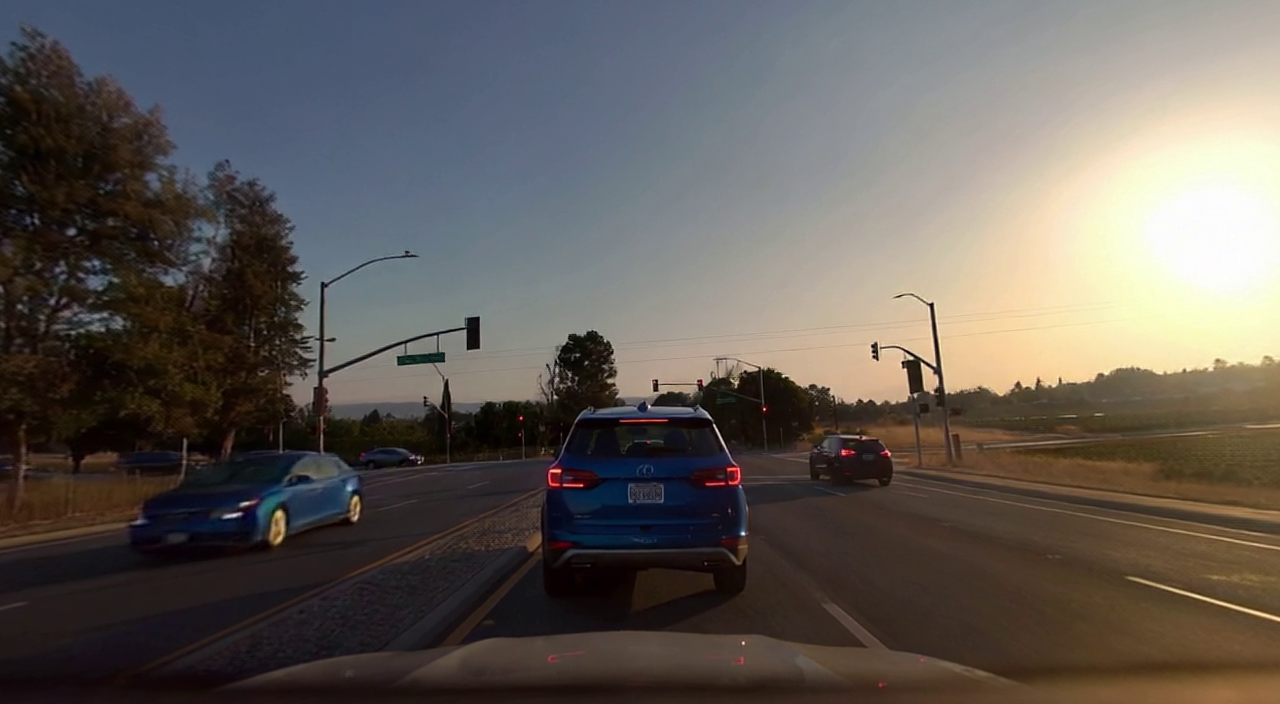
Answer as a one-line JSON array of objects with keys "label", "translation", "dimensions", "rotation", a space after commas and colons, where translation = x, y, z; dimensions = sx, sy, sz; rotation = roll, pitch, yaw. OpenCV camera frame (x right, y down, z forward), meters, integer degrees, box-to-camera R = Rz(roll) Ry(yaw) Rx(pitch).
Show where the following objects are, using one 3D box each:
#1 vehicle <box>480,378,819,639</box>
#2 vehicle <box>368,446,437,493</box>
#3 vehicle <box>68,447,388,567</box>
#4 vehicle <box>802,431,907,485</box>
[{"label": "vehicle", "translation": [0.053, 1.363, 6.448], "dimensions": [2.298, 1.770, 4.138], "rotation": [0, -8, 0]}, {"label": "vehicle", "translation": [-9.387, 4.501, 24.684], "dimensions": [2.192, 1.606, 4.510], "rotation": [3, -9, -24]}, {"label": "vehicle", "translation": [-6.256, 2.353, 10.548], "dimensions": [2.425, 1.480, 4.707], "rotation": [0, -8, -4]}, {"label": "vehicle", "translation": [7.113, 3.560, 21.446], "dimensions": [2.012, 1.636, 4.352], "rotation": [0, -8, 0]}]
